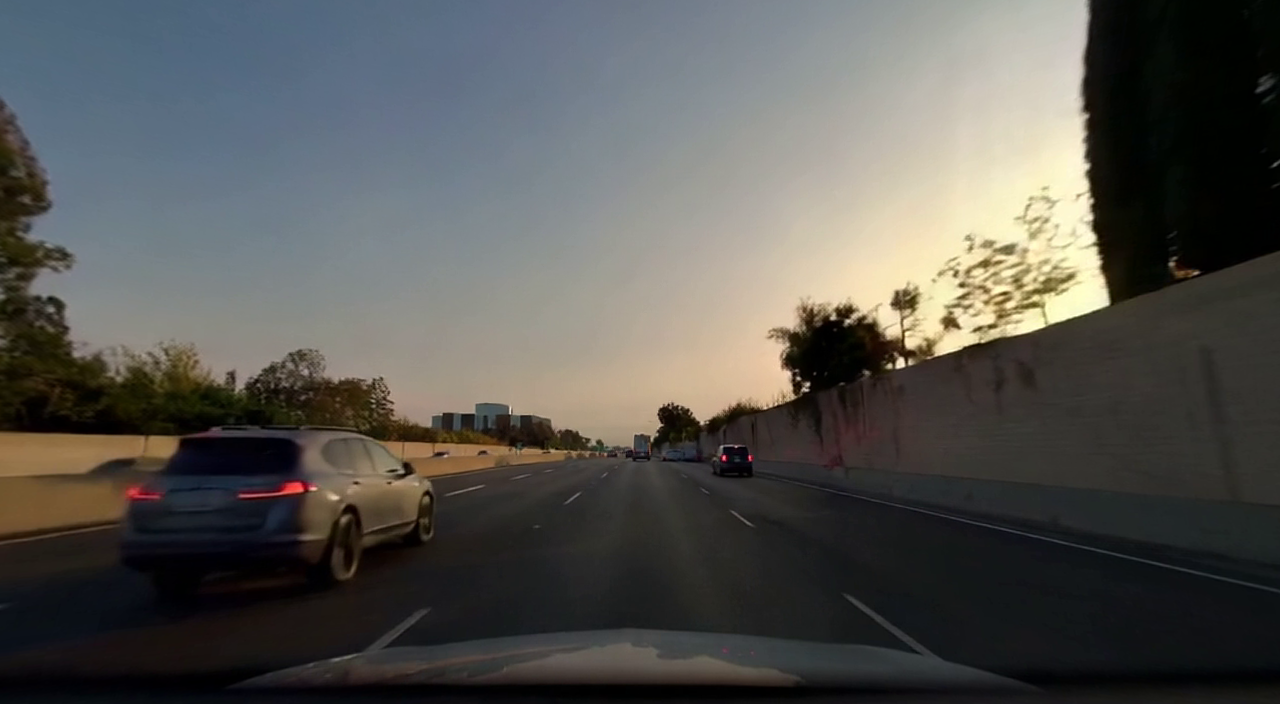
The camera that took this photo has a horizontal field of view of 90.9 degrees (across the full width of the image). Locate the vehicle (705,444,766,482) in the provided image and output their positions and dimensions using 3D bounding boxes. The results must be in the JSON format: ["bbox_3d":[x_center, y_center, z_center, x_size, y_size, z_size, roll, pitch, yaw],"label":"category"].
[{"bbox_3d":[4.178,4.936,28.312,1.973,1.536,4.337,0,-9,-1],"label":"vehicle"}]

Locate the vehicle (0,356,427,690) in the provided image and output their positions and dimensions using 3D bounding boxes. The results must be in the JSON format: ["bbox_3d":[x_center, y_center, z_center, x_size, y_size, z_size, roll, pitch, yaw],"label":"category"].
[{"bbox_3d":[-3.730,1.262,5.688,2.014,1.811,4.369,0,-9,1],"label":"vehicle"}]
